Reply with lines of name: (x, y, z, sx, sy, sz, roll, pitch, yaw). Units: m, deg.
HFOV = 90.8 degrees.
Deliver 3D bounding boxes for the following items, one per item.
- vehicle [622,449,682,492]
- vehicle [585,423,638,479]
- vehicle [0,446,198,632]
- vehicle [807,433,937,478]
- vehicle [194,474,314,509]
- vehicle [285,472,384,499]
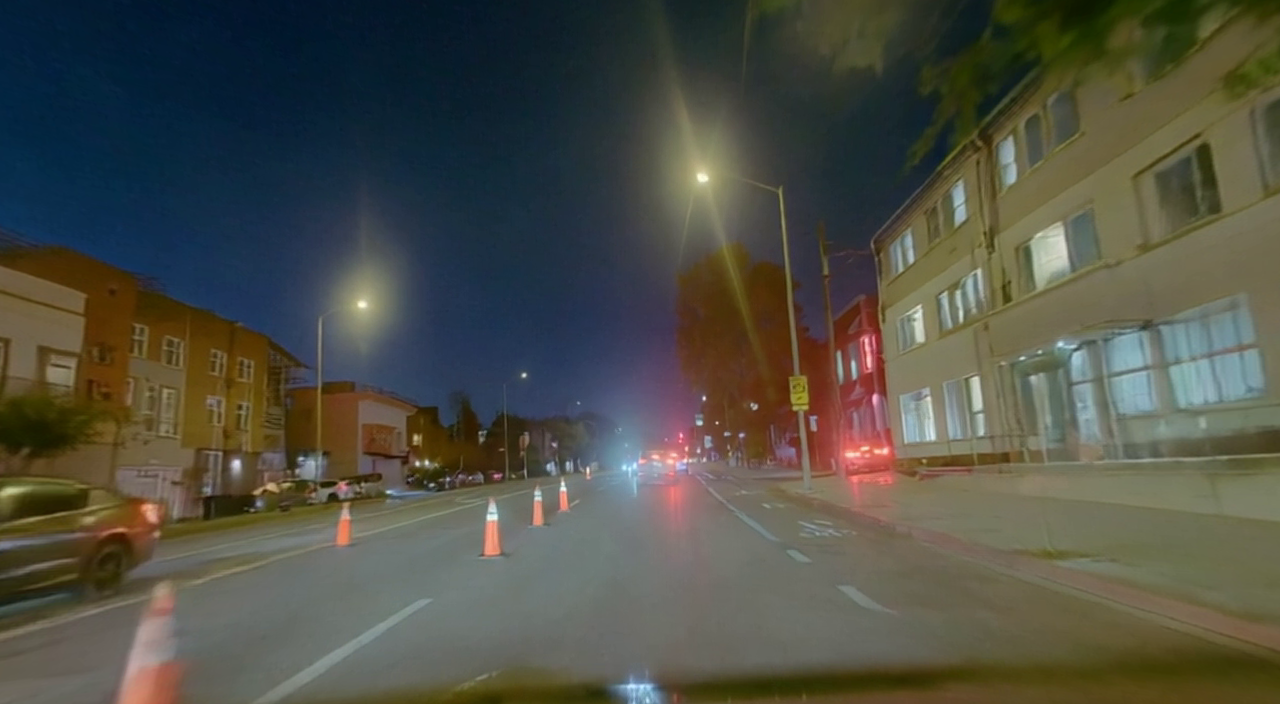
vehicle: (0.484, 4.567, 24.646, 2.159, 1.506, 4.086, 0, -9, 2)
vehicle: (-1.662, 6.727, 43.196, 2.977, 3.271, 12.748, 0, -9, 0)
vehicle: (-6.936, 1.792, 5.975, 2.016, 1.693, 4.911, -3, -9, -1)
vehicle: (10.347, 4.624, 28.482, 4.859, 1.914, 2.333, 1, -9, -5)
vehicle: (-19.508, 7.076, 32.090, 4.696, 1.513, 2.243, -2, -8, 3)
vehicle: (-18.548, 8.118, 38.491, 4.952, 1.510, 2.115, -1, -9, 5)
